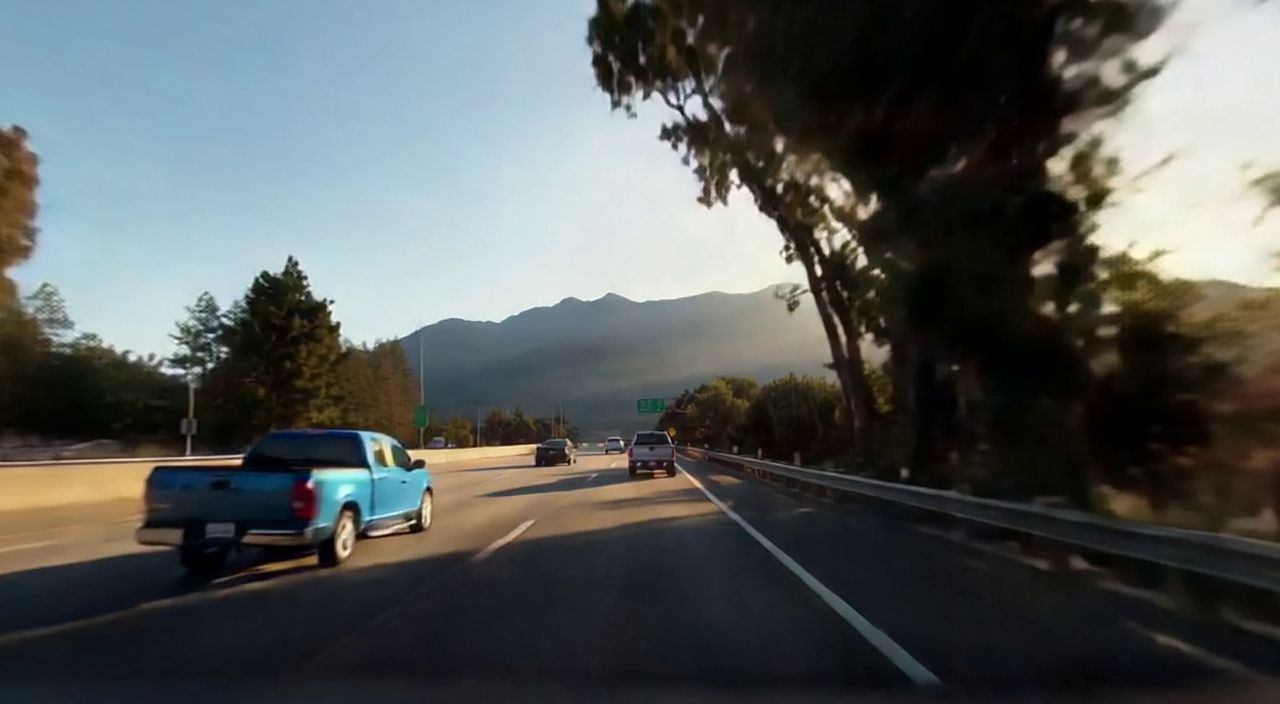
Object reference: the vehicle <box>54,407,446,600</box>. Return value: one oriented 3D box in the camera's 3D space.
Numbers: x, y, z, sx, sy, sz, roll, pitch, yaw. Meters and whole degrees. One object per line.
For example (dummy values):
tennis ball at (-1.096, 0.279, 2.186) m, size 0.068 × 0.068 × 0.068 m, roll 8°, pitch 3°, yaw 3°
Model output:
vehicle at (-3.920, 1.576, 7.406) m, size 1.959 × 1.604 × 4.065 m, roll 0°, pitch -8°, yaw 0°

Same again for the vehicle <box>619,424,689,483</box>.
vehicle at (0.466, 3.637, 22.850) m, size 2.229 × 1.837 × 5.387 m, roll 0°, pitch -8°, yaw 1°

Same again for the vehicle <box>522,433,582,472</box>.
vehicle at (-3.922, 4.581, 28.892) m, size 2.106 × 1.651 × 4.040 m, roll -1°, pitch -8°, yaw 1°
